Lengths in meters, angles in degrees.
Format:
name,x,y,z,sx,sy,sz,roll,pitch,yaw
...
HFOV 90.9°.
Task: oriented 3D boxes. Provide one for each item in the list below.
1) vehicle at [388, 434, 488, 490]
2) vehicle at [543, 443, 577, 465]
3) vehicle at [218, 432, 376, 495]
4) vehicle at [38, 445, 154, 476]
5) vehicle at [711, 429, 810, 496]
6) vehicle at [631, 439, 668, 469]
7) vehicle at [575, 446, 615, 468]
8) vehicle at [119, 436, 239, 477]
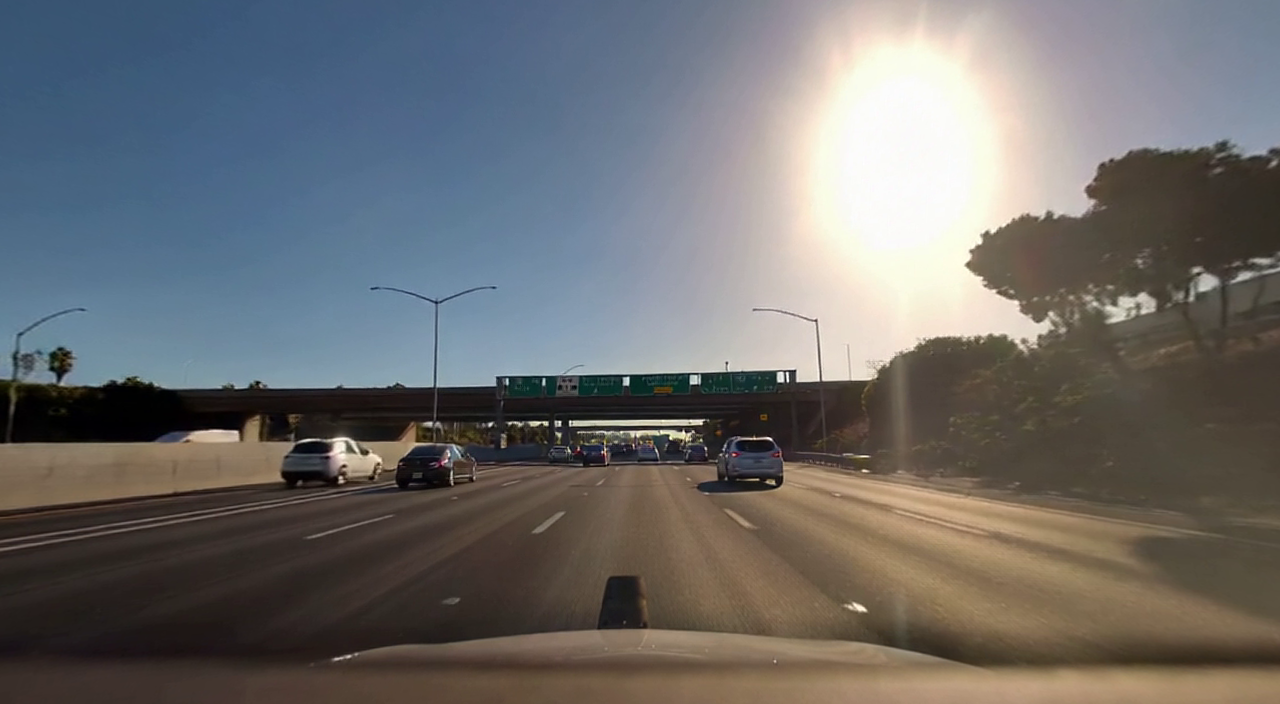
name,x,y,z,sx,sy,sz,roll,pitch,yaw
vehicle,-6.637,3.641,21.181,1.946,1.688,4.019,0,-8,1
vehicle,-6.032,7.784,48.235,1.992,1.604,3.966,0,-8,1
vehicle,-11.203,3.667,21.227,2.292,1.848,5.285,0,-8,0
vehicle,-29.769,5.914,34.750,2.100,1.589,4.861,0,-8,-1
vehicle,3.575,3.378,19.666,2.083,1.823,4.627,0,-8,-1
vehicle,0.585,6.187,38.439,2.133,1.739,3.925,0,-8,1
vehicle,-2.927,6.958,41.993,2.205,1.406,4.286,0,-8,2
vehicle,-22.327,5.060,30.864,2.065,1.793,5.041,0,-8,0
